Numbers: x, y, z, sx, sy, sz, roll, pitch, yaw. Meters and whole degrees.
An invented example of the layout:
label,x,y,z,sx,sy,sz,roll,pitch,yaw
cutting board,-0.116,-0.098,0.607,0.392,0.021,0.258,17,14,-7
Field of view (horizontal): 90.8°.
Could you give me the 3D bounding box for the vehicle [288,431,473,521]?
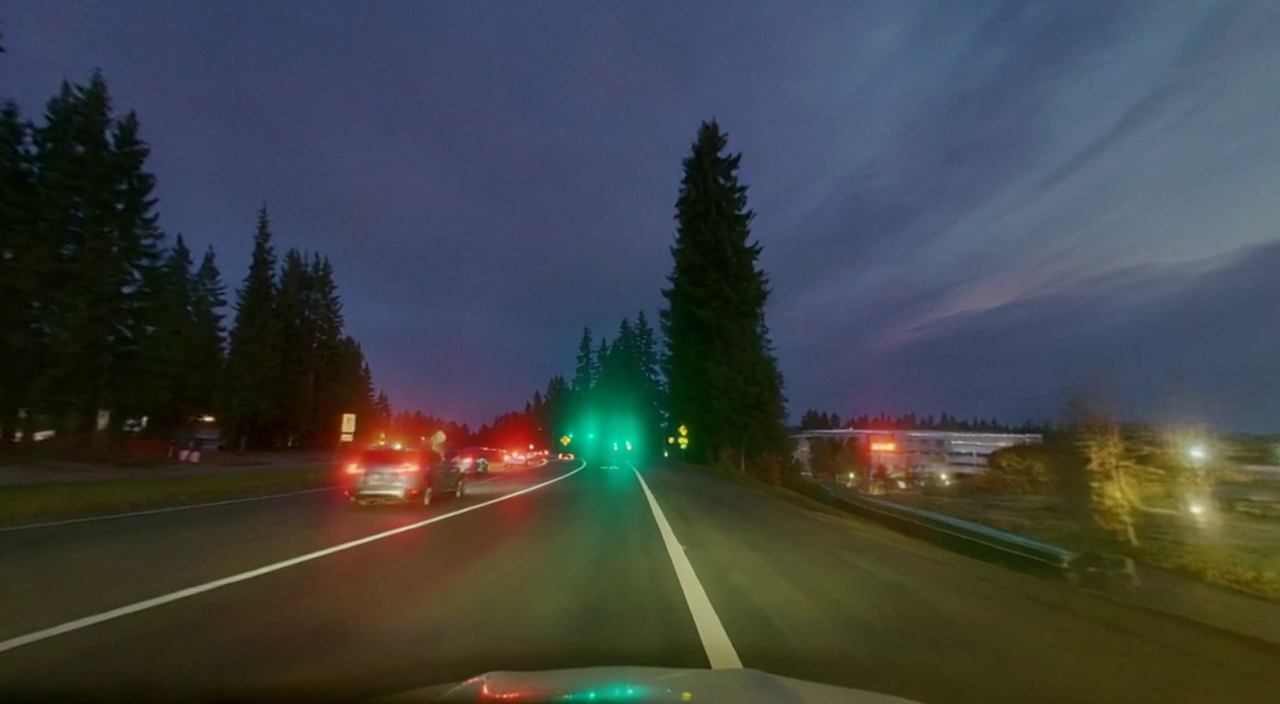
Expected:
label,x,y,z,sx,sy,sz,roll,pitch,yaw
vehicle,-5.763,2.807,14.887,2.210,1.737,4.649,0,-9,2
